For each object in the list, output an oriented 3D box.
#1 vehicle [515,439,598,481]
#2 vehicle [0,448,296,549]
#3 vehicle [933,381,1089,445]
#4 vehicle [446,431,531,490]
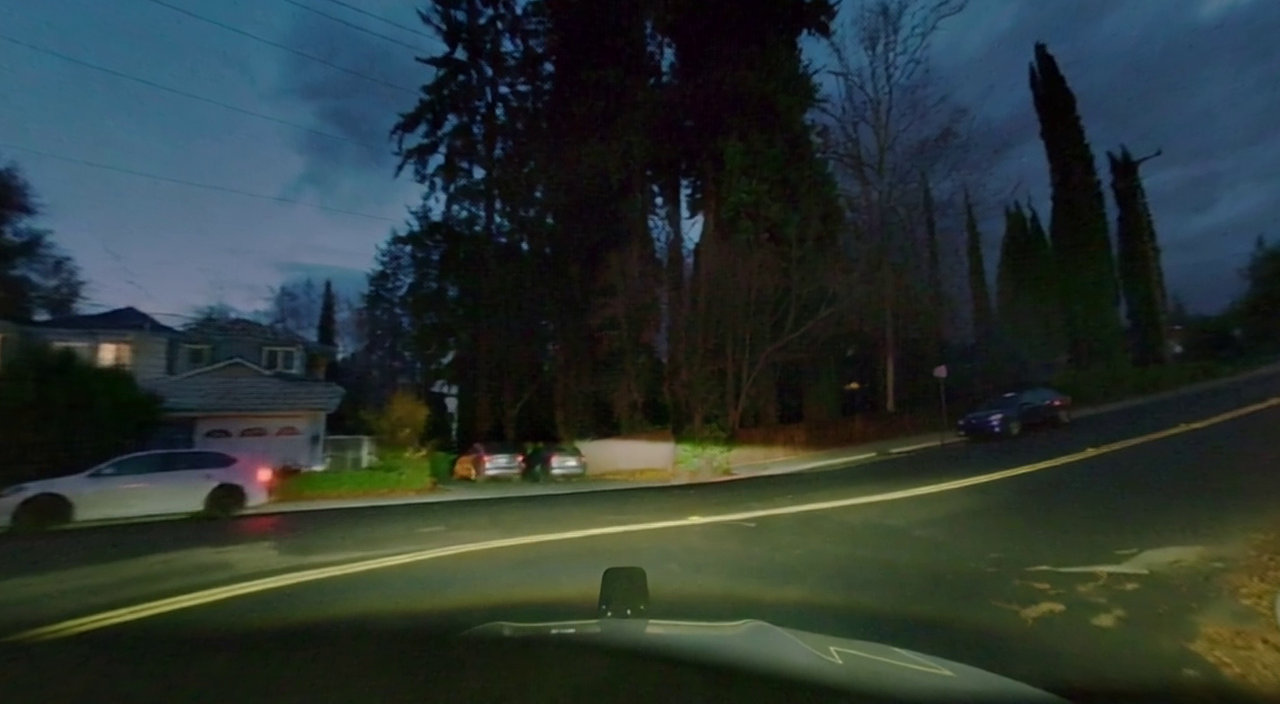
[{"bbox_3d":[-3.931,4.880,28.884,2.216,1.728,5.118,4,-10,-26],"label":"vehicle"},{"bbox_3d":[-9.272,2.540,11.604,4.696,1.534,1.912,8,-12,-44],"label":"vehicle"},{"bbox_3d":[13.440,2.194,22.794,5.289,1.595,2.032,-3,-10,-26],"label":"vehicle"},{"bbox_3d":[-6.864,4.744,28.076,2.413,1.838,4.977,9,-5,-26],"label":"vehicle"}]
